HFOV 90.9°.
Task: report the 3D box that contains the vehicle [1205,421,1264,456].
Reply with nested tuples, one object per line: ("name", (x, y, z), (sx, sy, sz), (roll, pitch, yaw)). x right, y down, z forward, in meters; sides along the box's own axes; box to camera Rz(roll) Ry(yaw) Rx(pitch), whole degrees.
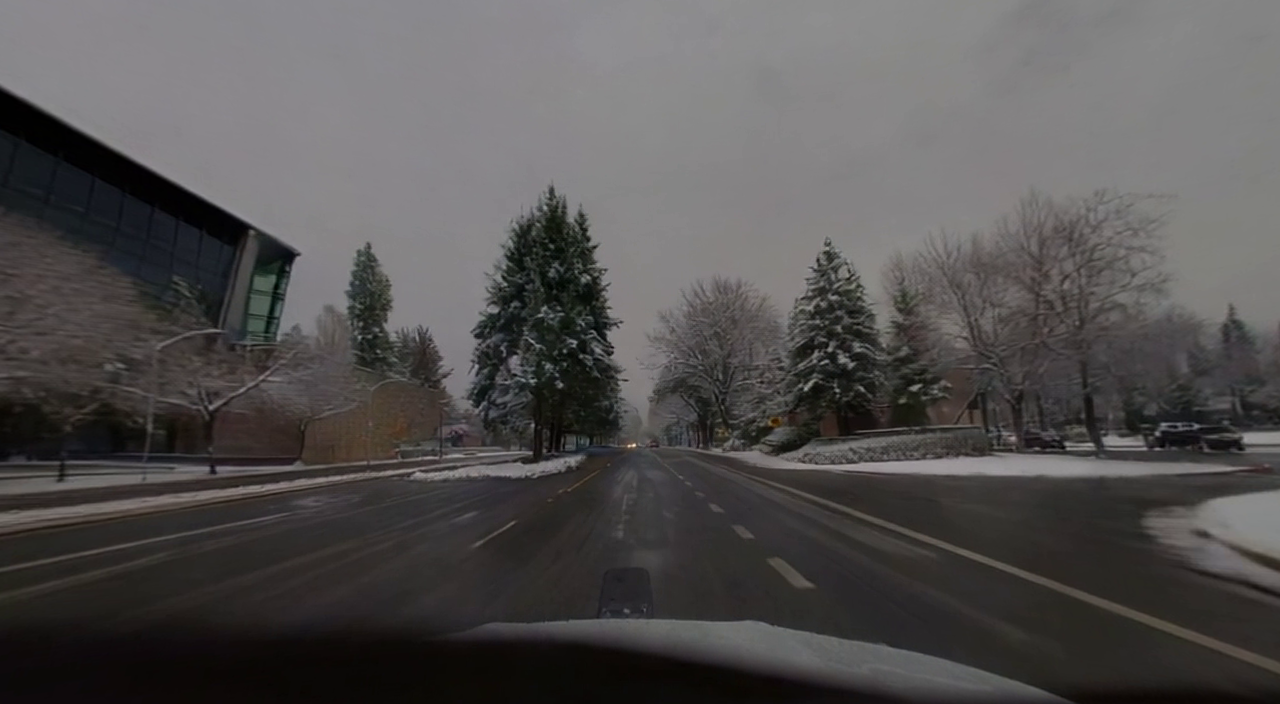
("vehicle", (32.228, 4.775, 34.256), (1.856, 1.730, 4.156), (-9, -13, 38))

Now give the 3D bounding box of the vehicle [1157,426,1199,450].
("vehicle", (35.246, 5.644, 41.324), (1.828, 1.443, 3.905), (-7, -10, 38))
